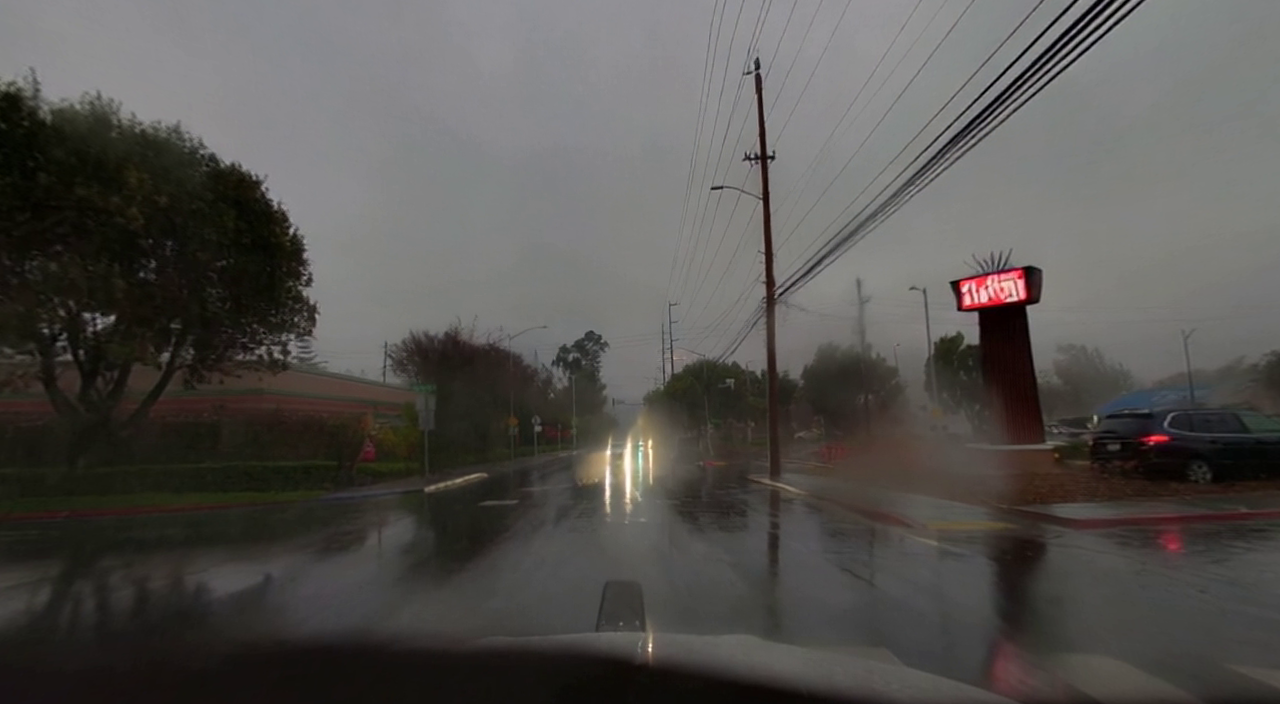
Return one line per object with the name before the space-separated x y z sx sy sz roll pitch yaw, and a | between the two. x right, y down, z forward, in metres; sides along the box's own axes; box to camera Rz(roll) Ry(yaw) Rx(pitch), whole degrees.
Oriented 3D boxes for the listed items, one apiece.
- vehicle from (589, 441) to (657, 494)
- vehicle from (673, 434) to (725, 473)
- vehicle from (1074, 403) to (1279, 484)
vehicle | -0.570 3.493 19.484 1.874 1.427 3.976 0 -8 -3
vehicle | 3.196 5.470 34.272 2.553 1.868 5.536 -1 -8 5
vehicle | 13.351 2.159 14.979 4.518 1.764 2.014 -1 -8 3
